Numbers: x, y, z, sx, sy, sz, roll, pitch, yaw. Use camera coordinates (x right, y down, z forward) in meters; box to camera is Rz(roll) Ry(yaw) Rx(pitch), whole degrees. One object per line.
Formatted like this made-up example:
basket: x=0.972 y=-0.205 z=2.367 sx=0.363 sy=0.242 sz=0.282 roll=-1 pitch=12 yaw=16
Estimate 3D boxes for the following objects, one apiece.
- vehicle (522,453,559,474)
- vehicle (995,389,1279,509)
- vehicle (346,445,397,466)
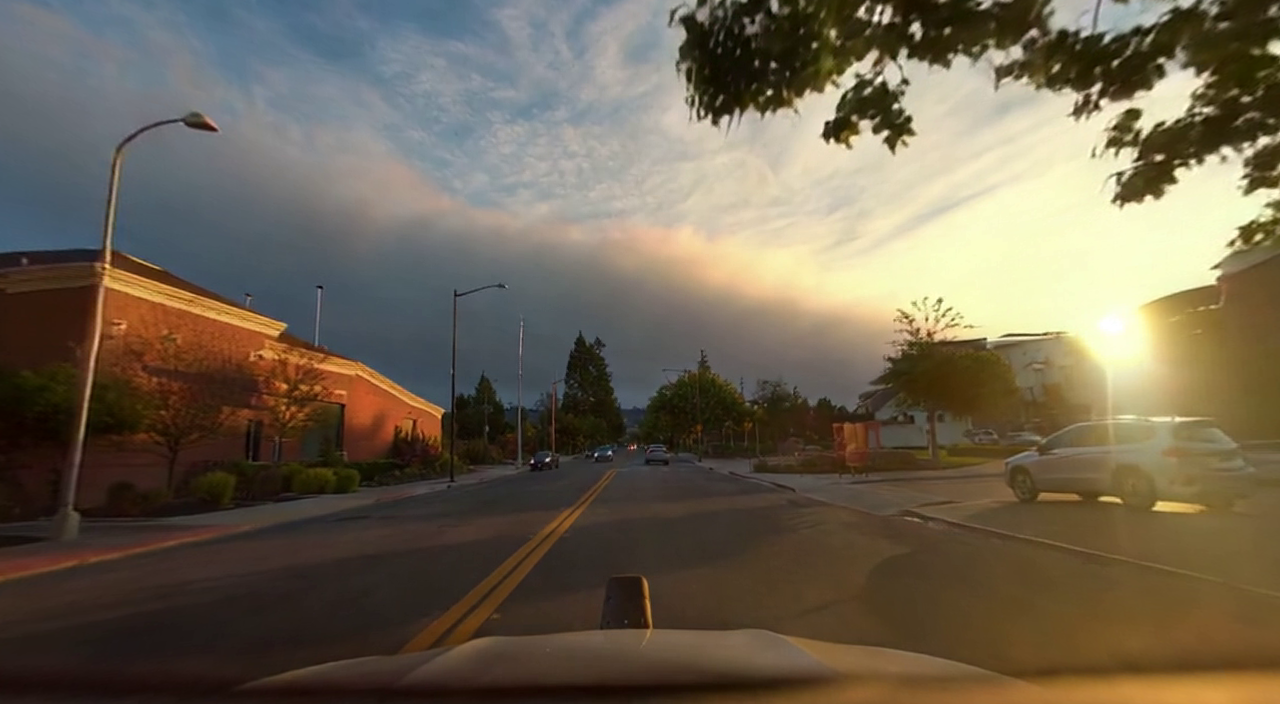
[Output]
vehicle: x=-7.111 y=8.004 z=45.423 sx=1.930 sy=1.463 sz=4.195 roll=0 pitch=-9 yaw=0
vehicle: x=9.258 y=1.939 z=12.142 sx=2.018 sy=1.840 sz=4.662 roll=0 pitch=-11 yaw=0
vehicle: x=-21.219 y=8.223 z=49.993 sx=1.906 sy=1.596 sz=4.599 roll=0 pitch=-9 yaw=1
